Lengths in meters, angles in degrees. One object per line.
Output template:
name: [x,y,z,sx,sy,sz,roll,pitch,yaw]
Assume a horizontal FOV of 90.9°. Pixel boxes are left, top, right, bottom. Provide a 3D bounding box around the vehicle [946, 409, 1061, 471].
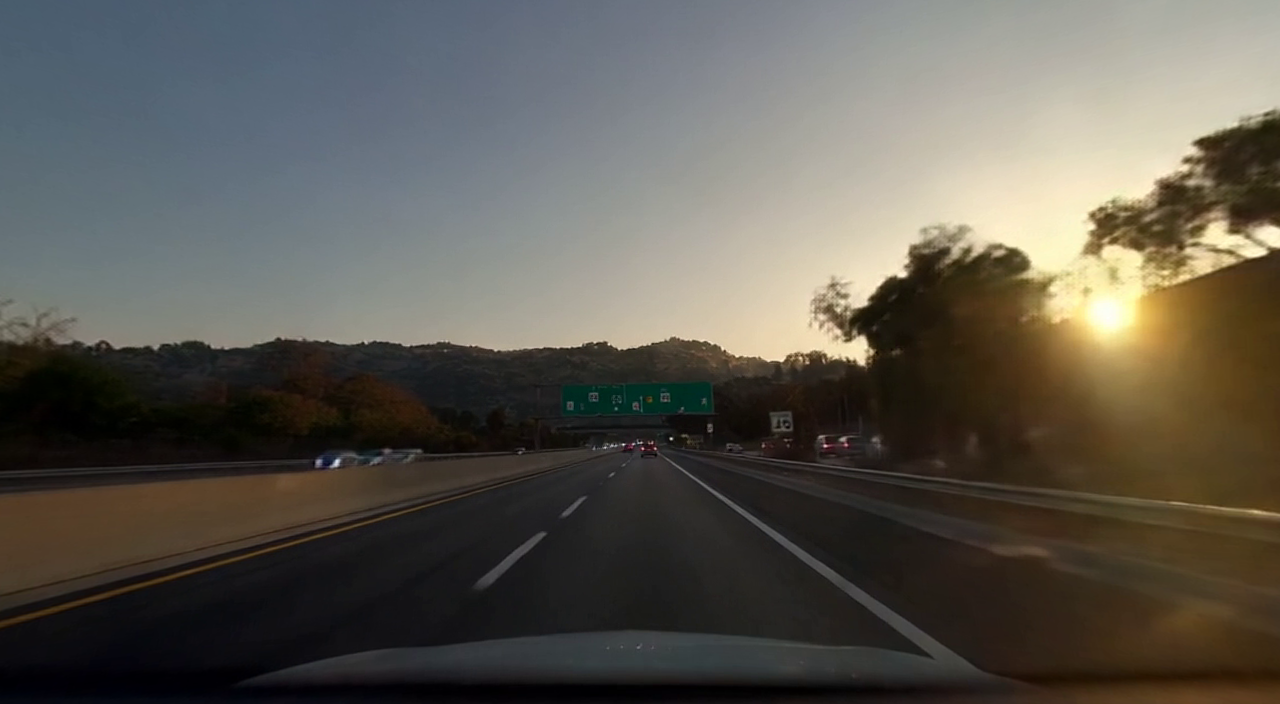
vehicle: [27.815,6.857,49.061,3.160,4.297,9.428,0,-8,0]
